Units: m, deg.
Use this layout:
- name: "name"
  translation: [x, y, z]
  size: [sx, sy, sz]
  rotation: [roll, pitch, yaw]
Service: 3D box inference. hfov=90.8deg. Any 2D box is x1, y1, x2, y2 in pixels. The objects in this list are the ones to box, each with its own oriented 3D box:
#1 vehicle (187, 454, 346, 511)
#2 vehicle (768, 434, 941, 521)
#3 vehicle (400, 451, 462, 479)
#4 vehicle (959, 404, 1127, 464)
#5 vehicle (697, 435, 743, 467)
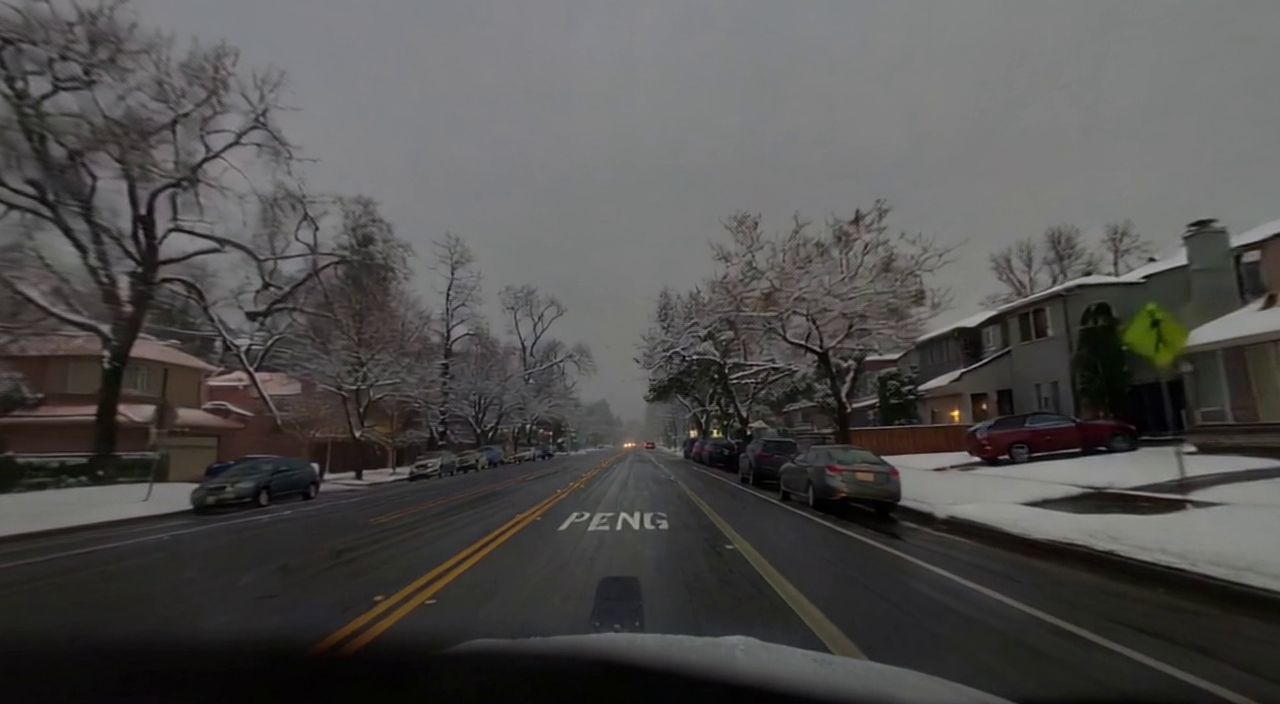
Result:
- name: "vehicle"
  translation: [-11.442, 3.982, 19.838]
  size: [2.079, 1.509, 4.591]
  rotation: [-1, -9, 2]
- name: "vehicle"
  translation: [4.378, 2.629, 13.823]
  size: [1.920, 1.541, 4.709]
  rotation: [0, -9, -3]
- name: "vehicle"
  translation: [-11.581, 6.267, 35.294]
  size: [1.867, 1.452, 4.331]
  rotation: [-1, -9, 1]
- name: "vehicle"
  translation: [13.282, 2.755, 21.054]
  size: [4.180, 1.707, 2.083]
  rotation: [2, -9, 0]
- name: "vehicle"
  translation: [4.534, 5.712, 36.496]
  size: [1.993, 1.743, 4.525]
  rotation: [0, -9, 0]
